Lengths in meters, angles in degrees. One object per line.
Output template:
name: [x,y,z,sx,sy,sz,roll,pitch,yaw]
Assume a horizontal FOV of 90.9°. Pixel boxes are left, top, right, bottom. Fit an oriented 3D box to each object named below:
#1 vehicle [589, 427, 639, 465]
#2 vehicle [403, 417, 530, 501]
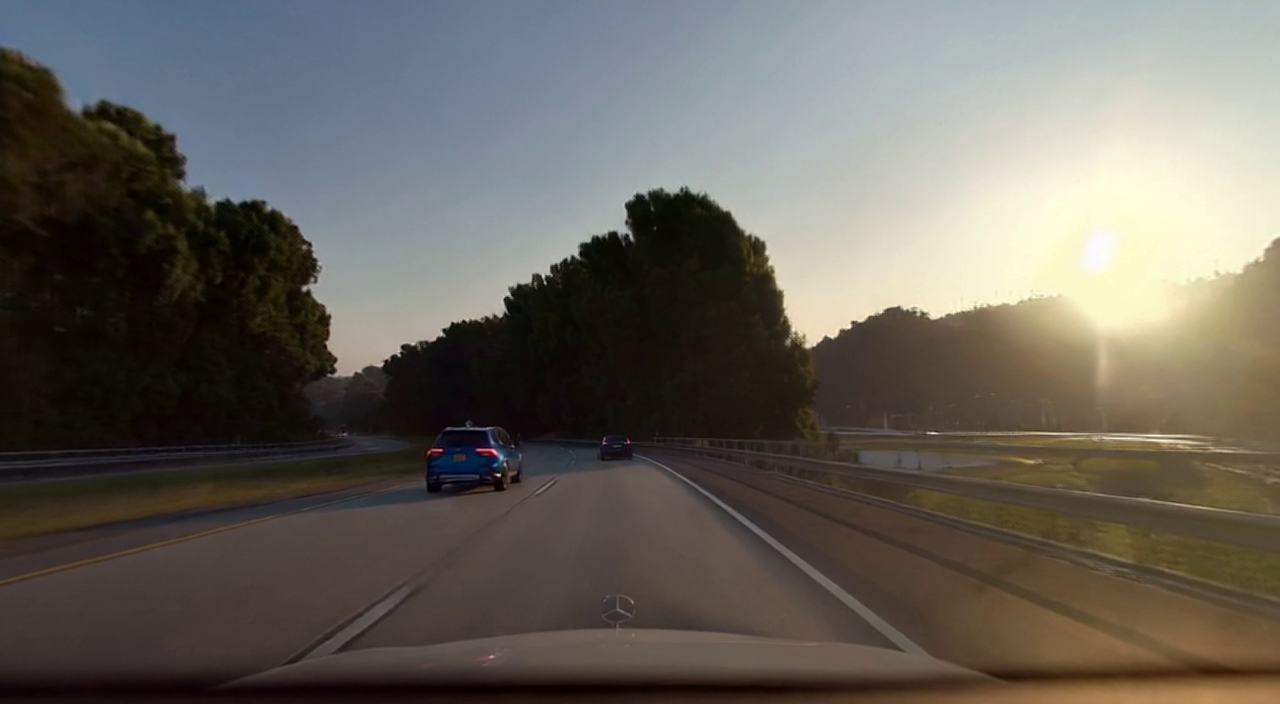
vehicle: [-1.438,4.920,33.334,2.452,1.857,4.022,1,-8,-5]
vehicle: [-4.241,2.688,16.342,2.053,1.847,4.760,0,-8,-2]
